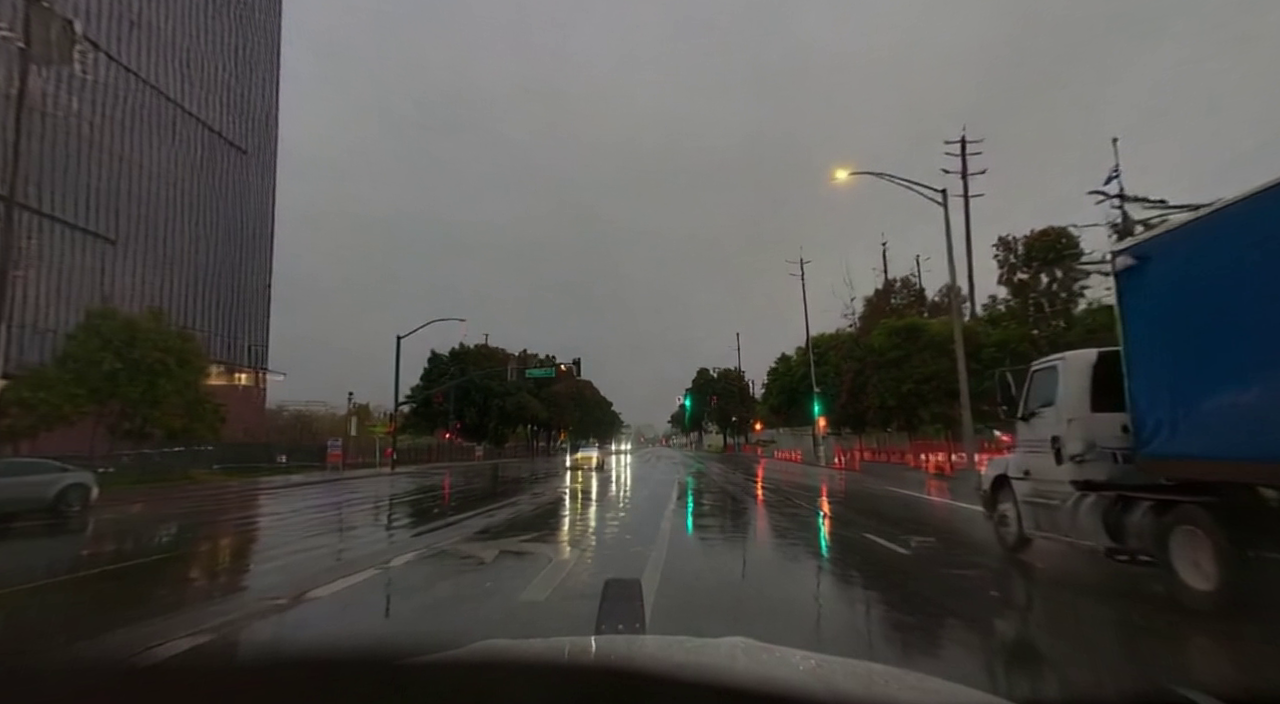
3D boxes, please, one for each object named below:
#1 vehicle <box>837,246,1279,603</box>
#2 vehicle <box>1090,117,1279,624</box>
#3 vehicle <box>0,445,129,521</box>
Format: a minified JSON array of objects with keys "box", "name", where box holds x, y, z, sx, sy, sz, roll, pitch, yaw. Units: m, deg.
[{"box":[6.877,1.481,12.215,3.016,4.240,9.383,0,-9,0],"name":"vehicle"},{"box":[6.421,-0.289,1.940,3.176,3.913,9.805,0,-8,3],"name":"vehicle"},{"box":[-15.136,3.042,14.887,1.925,1.665,4.893,0,-8,2],"name":"vehicle"}]
